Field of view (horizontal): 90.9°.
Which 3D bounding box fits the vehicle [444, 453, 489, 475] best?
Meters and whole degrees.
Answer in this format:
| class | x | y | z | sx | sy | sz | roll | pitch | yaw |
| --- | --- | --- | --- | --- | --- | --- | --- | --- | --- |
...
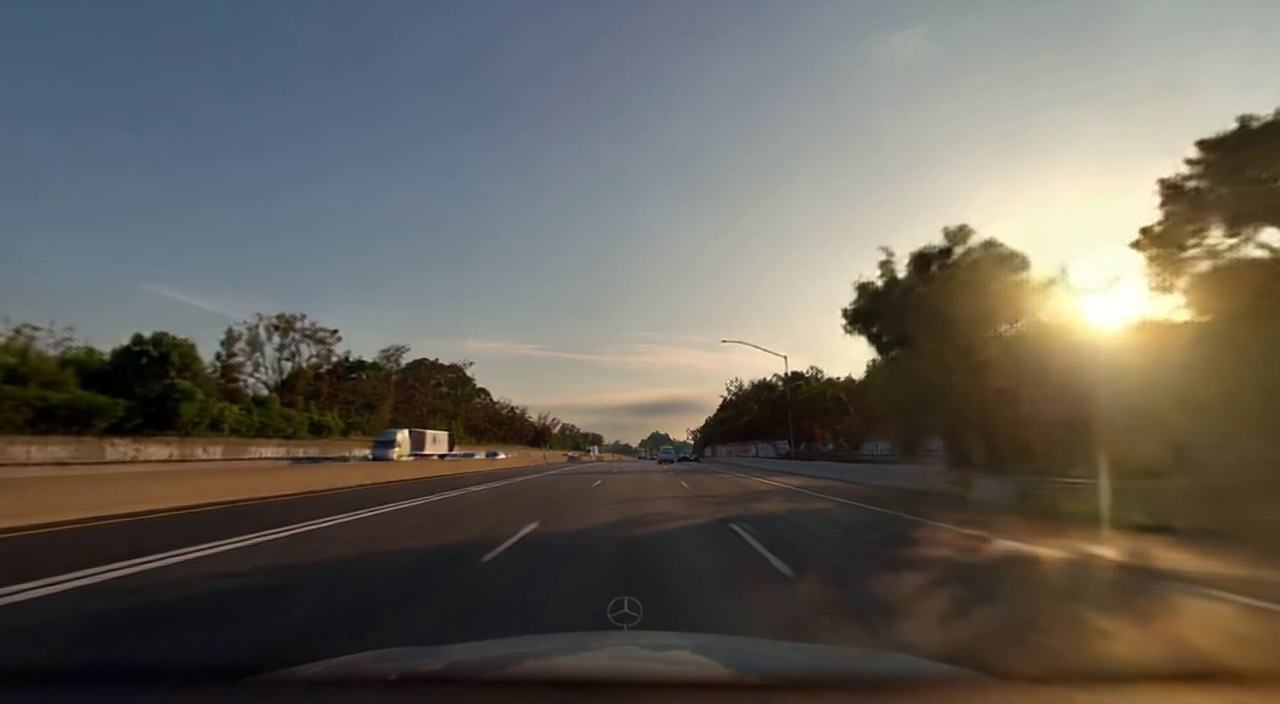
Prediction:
| class | x | y | z | sx | sy | sz | roll | pitch | yaw |
| --- | --- | --- | --- | --- | --- | --- | --- | --- | --- |
| vehicle | -12.251 | 7.910 | 44.757 | 1.866 | 1.480 | 4.496 | 0 | -9 | 1 |
